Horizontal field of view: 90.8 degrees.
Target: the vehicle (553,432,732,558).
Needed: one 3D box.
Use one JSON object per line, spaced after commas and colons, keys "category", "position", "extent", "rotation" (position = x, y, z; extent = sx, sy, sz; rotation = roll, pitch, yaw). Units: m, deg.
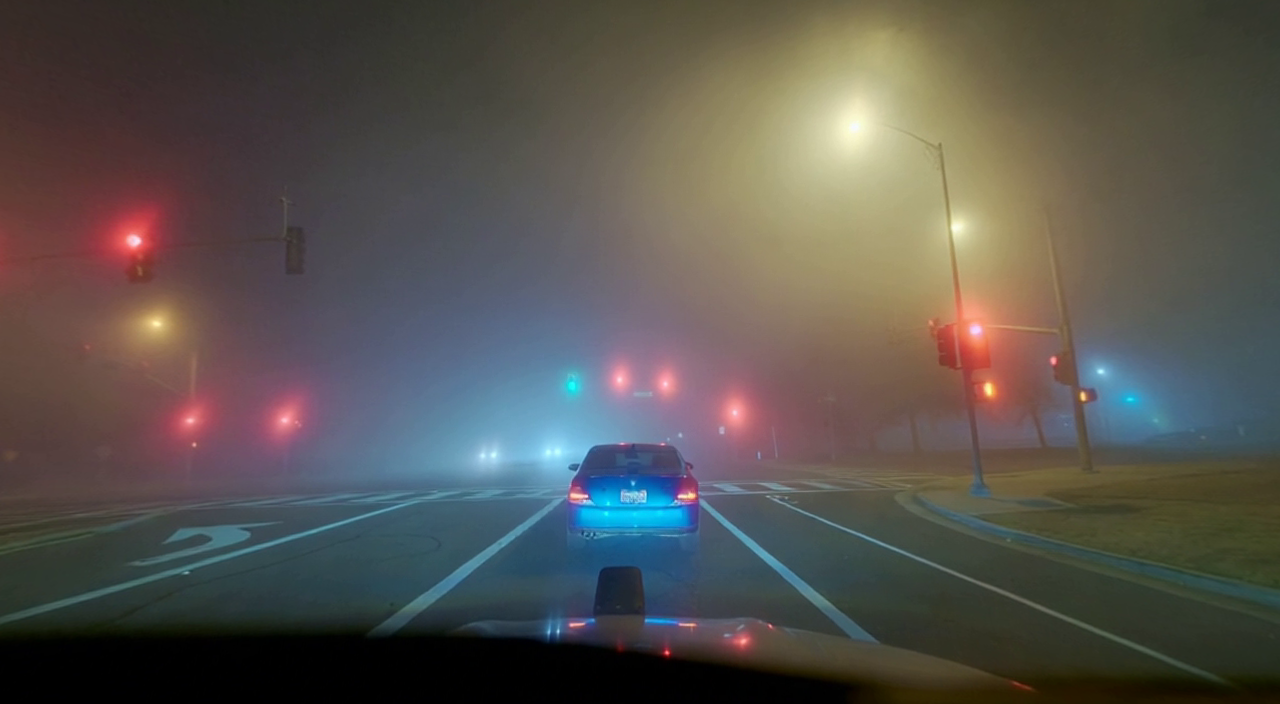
{"category": "vehicle", "position": [-0.001, 1.992, 9.508], "extent": [2.107, 1.470, 3.974], "rotation": [0, -9, -1]}
